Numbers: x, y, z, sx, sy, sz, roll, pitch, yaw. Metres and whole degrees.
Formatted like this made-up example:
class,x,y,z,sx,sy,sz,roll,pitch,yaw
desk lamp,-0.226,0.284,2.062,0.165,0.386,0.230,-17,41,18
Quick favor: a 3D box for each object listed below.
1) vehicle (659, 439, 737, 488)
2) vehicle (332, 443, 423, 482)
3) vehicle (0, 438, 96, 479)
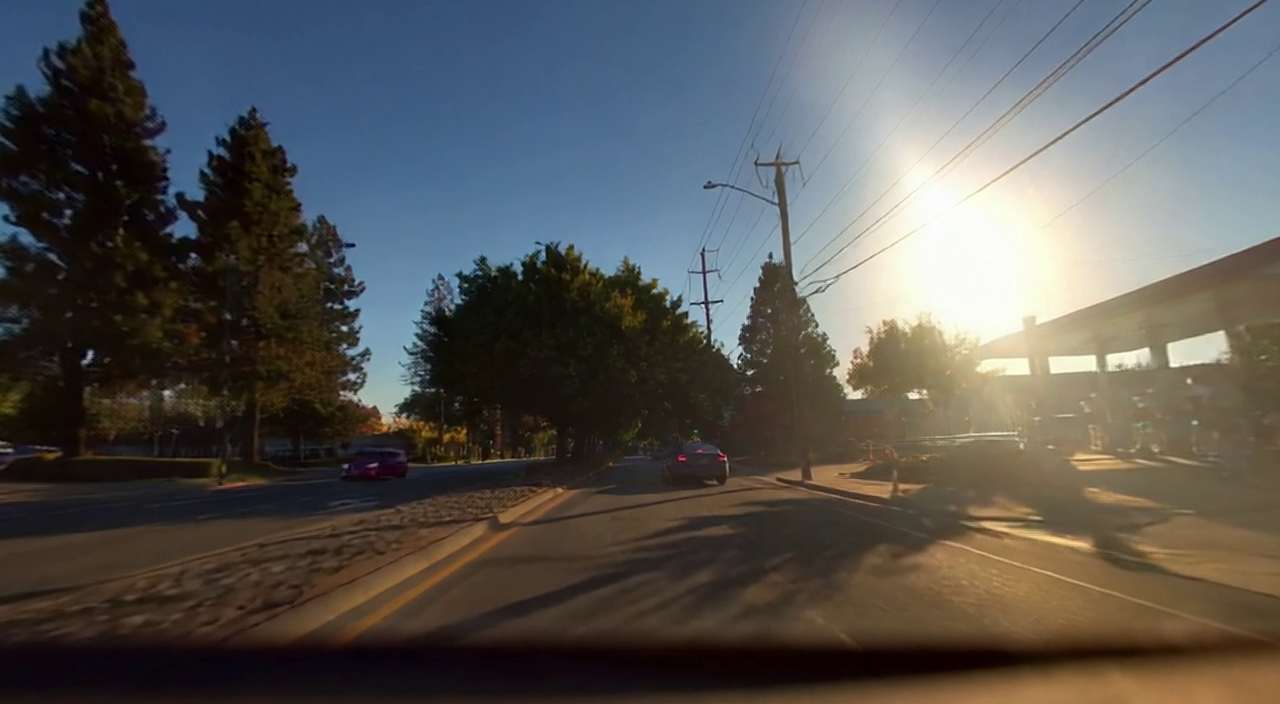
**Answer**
class,x,y,z,sx,sy,sz,roll,pitch,yaw
vehicle,1.847,3.771,21.667,2.061,1.475,4.296,0,-9,-3
vehicle,-10.911,4.590,26.613,1.893,1.480,4.482,0,-9,0
vehicle,-29.813,5.176,30.956,2.116,1.874,4.709,0,-9,-1
